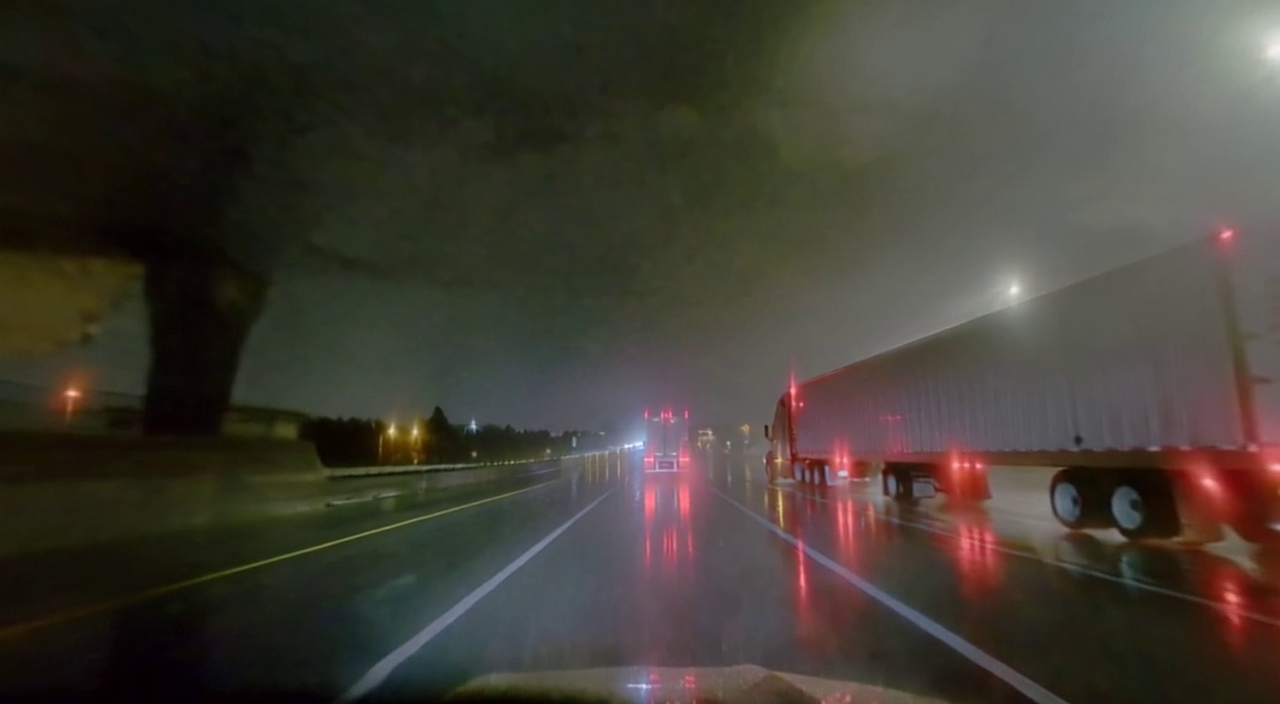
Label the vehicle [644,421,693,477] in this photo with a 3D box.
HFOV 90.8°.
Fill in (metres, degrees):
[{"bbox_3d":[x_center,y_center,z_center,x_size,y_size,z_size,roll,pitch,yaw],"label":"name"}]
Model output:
[{"bbox_3d":[2.230,7.581,49.051,3.244,3.713,12.155,-1,-9,3],"label":"vehicle"}]
